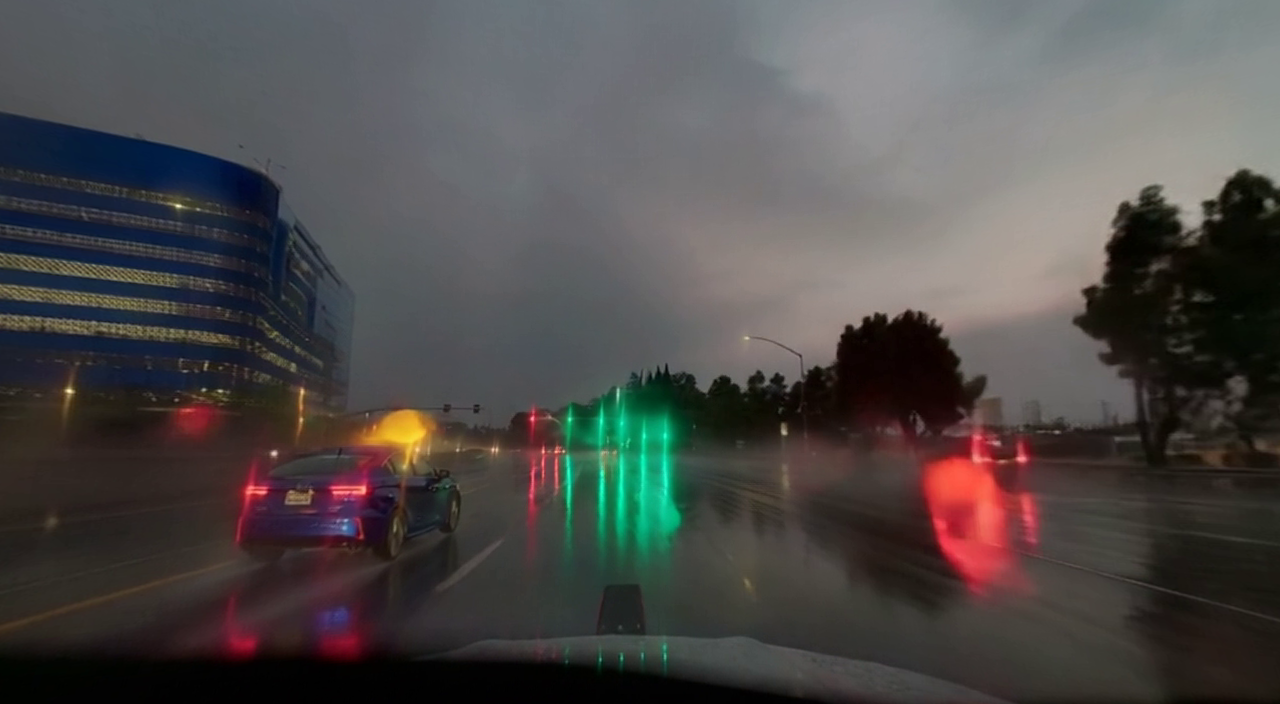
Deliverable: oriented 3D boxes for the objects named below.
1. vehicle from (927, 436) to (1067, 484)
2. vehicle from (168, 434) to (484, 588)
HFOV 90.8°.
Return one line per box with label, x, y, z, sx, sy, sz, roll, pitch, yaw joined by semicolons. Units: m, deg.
vehicle;13.216;4.021;23.882;1.983;1.613;5.190;0;-8;-4
vehicle;-3.599;1.871;8.381;2.018;1.476;4.364;0;-8;-1
